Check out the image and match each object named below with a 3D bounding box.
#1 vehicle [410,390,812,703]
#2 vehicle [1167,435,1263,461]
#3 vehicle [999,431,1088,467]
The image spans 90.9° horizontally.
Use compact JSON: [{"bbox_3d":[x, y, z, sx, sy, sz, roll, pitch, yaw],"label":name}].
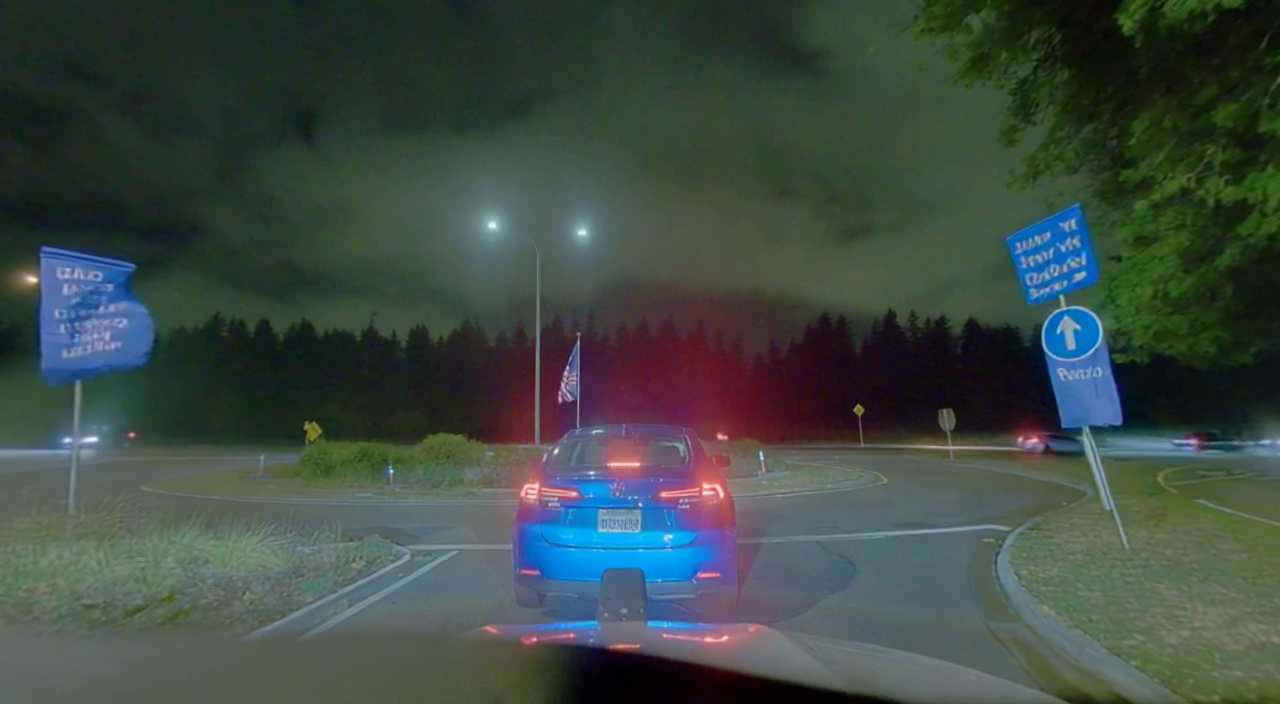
[{"bbox_3d":[-0.061,1.332,5.346,2.078,1.607,4.010,-1,-9,3],"label":"vehicle"},{"bbox_3d":[33.858,5.667,37.141,4.147,1.475,1.850,1,-9,-9],"label":"vehicle"},{"bbox_3d":[20.407,4.887,31.822,4.485,1.691,2.132,6,-11,-35],"label":"vehicle"}]
